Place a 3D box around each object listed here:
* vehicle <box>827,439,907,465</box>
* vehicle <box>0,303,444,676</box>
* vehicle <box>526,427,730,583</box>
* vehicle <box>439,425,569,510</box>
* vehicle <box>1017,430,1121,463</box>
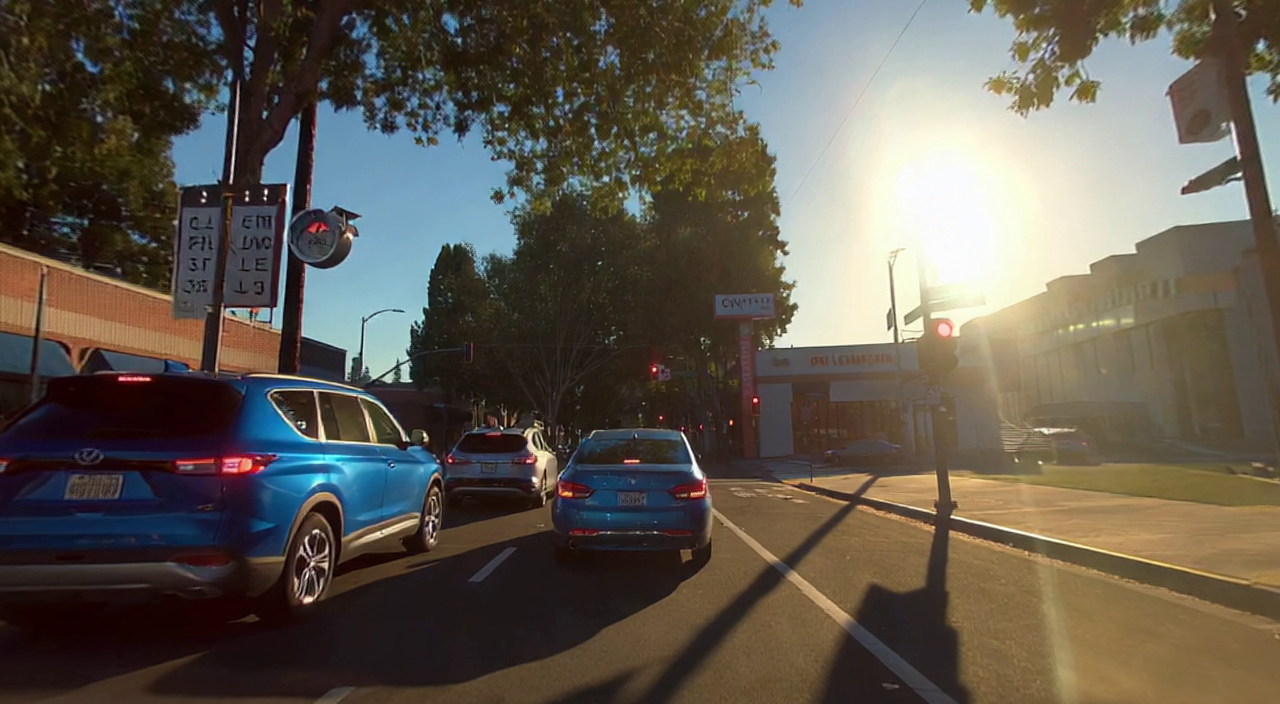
[{"bbox_3d":[12.899,5.711,35.866,3.924,1.447,2.039,-1,-9,8],"label":"vehicle"},{"bbox_3d":[-3.834,1.127,6.153,2.152,2.118,5.066,0,-8,0],"label":"vehicle"},{"bbox_3d":[-0.157,1.786,8.188,1.966,1.481,4.146,0,-8,-1],"label":"vehicle"},{"bbox_3d":[-2.935,2.604,14.598,2.047,1.664,4.148,0,-8,1],"label":"vehicle"},{"bbox_3d":[23.461,5.208,34.497,4.116,1.719,2.069,-2,-9,11],"label":"vehicle"}]
